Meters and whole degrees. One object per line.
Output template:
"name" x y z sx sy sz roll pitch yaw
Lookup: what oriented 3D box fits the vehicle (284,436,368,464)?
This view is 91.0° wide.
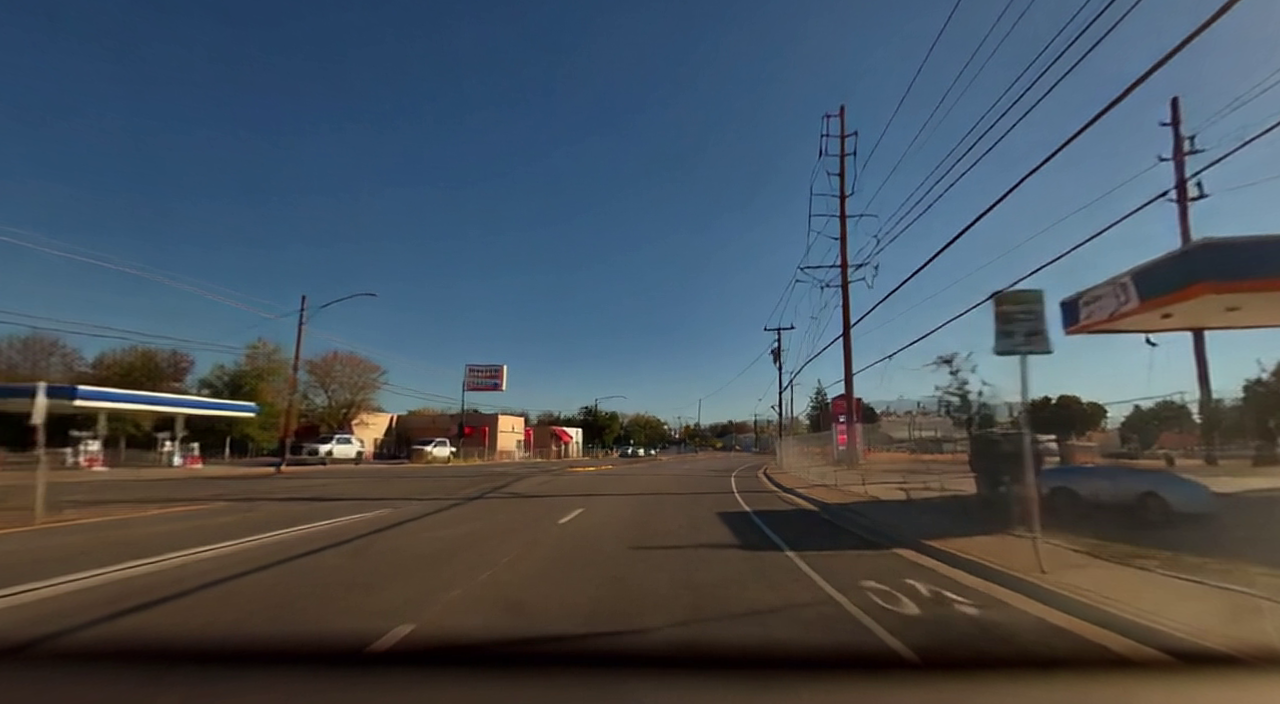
"vehicle" -21.782 6.766 43.678 5.426 1.822 2.014 -3 -9 21
